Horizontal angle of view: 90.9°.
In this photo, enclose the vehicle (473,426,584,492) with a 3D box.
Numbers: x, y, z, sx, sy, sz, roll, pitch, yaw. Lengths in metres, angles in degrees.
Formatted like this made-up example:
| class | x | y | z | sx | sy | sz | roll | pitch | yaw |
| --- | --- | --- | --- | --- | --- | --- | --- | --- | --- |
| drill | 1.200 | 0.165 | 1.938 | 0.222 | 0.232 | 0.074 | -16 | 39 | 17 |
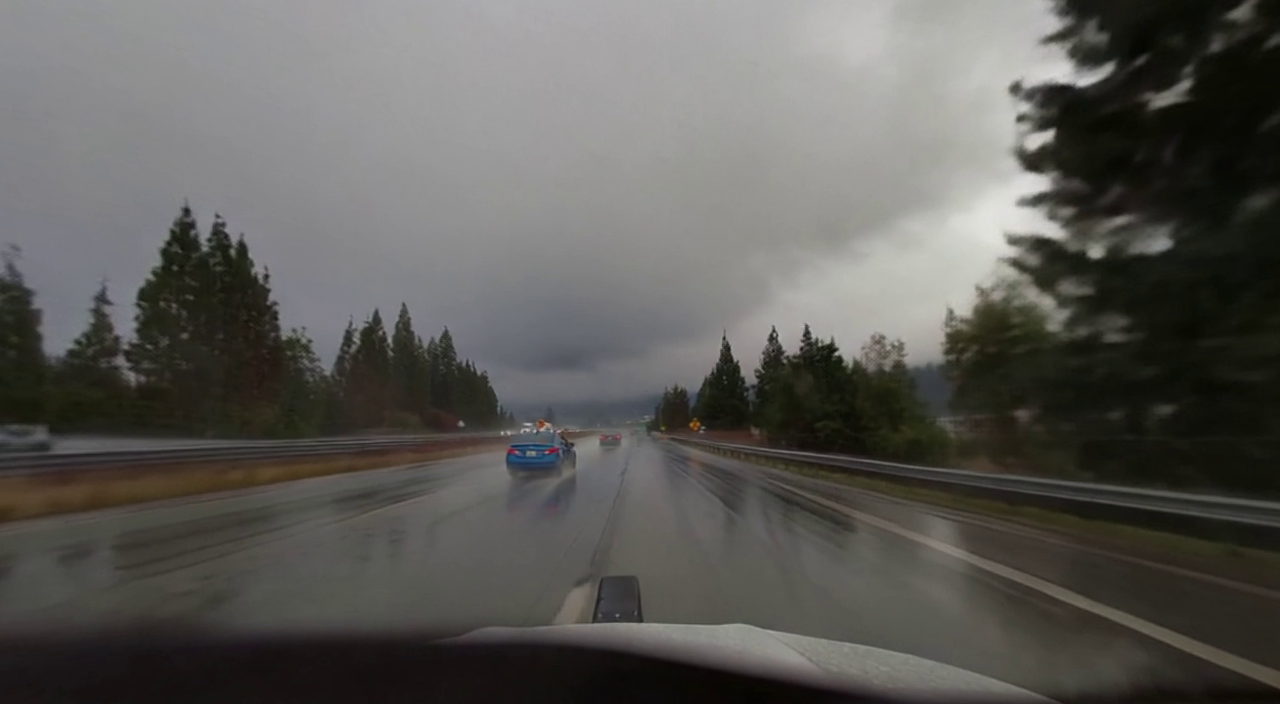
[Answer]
| class | x | y | z | sx | sy | sz | roll | pitch | yaw |
| --- | --- | --- | --- | --- | --- | --- | --- | --- | --- |
| vehicle | -2.659 | 2.650 | 16.039 | 1.977 | 1.443 | 4.225 | 0 | -8 | 1 |
